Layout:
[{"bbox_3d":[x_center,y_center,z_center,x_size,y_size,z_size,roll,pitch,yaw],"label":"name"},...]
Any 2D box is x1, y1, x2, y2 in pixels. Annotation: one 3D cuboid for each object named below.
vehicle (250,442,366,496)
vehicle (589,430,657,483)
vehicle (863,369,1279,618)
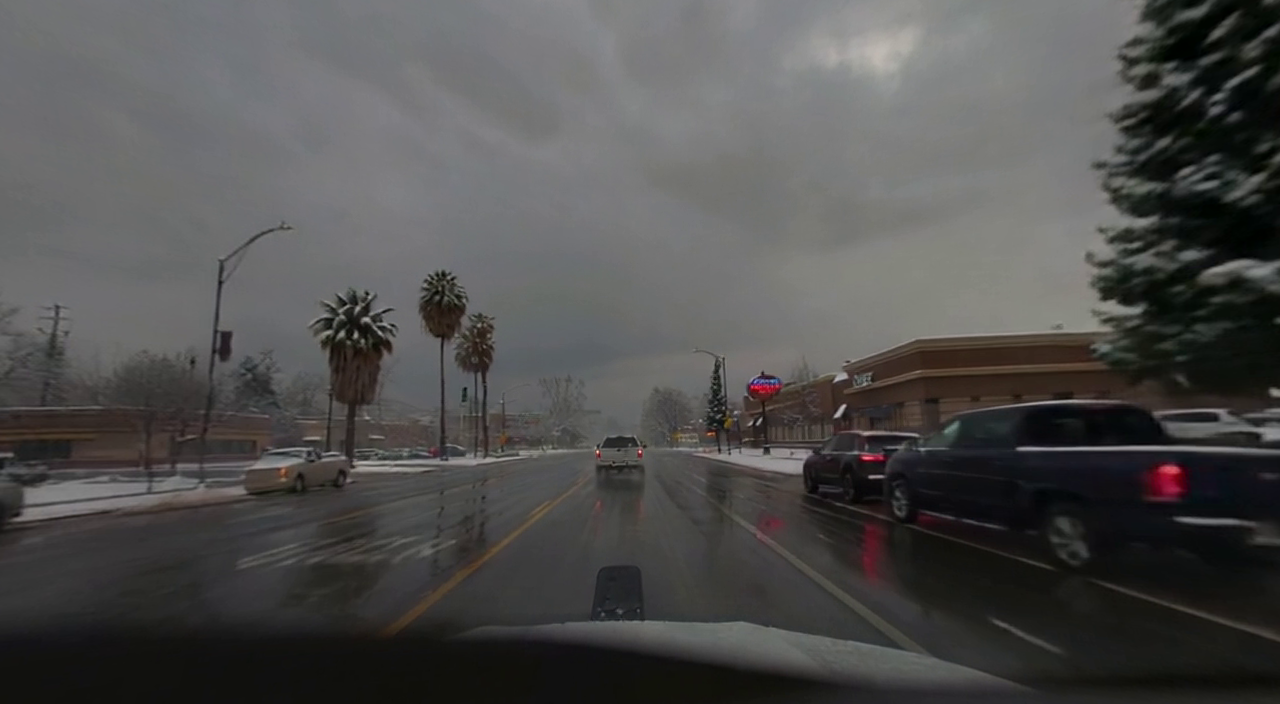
[{"bbox_3d":[-13.543,4.759,26.117,2.296,1.847,4.856,-4,-8,-1],"label":"vehicle"},{"bbox_3d":[-0.581,3.776,23.039,2.239,1.763,4.096,0,-8,-1],"label":"vehicle"},{"bbox_3d":[5.450,1.599,8.236,2.568,1.974,6.203,2,-8,-2],"label":"vehicle"}]
